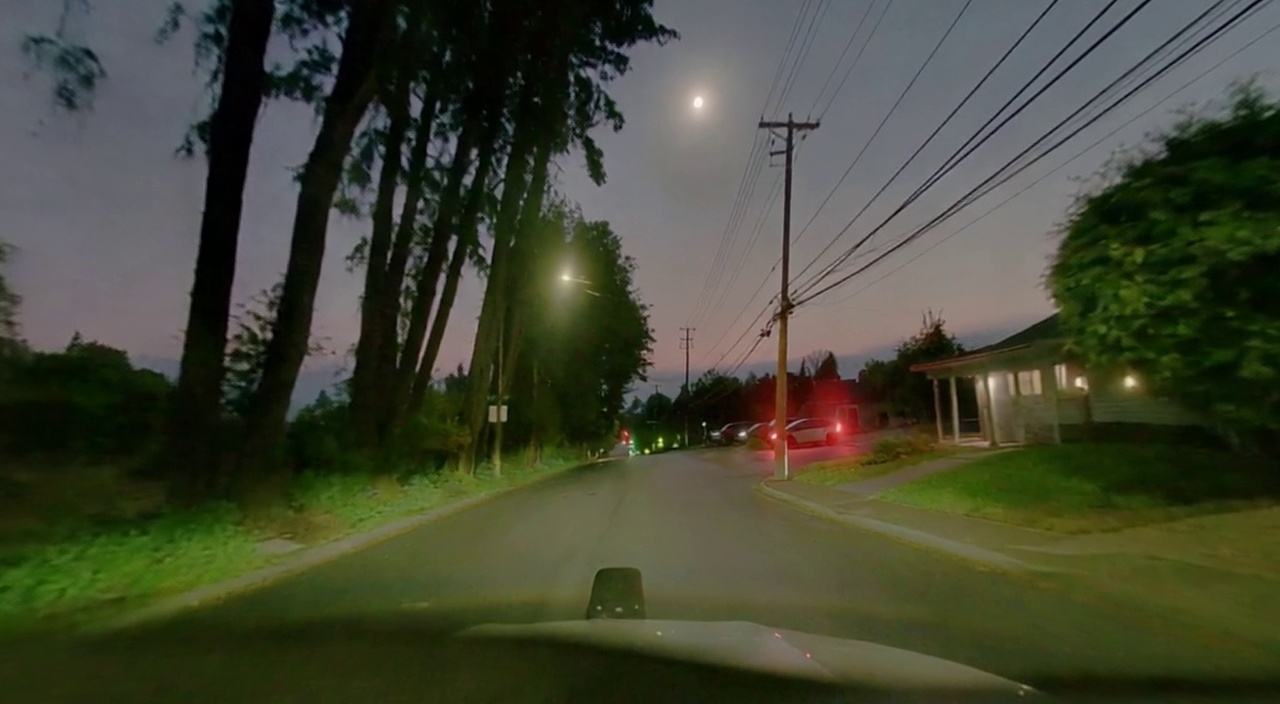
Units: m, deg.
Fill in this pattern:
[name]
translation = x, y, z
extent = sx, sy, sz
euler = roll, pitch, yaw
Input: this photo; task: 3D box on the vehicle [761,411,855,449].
[vehicle]
translation = 9.465, 4.436, 35.626
extent = 4.780, 1.984, 1.896
euler = 3, -9, -20
